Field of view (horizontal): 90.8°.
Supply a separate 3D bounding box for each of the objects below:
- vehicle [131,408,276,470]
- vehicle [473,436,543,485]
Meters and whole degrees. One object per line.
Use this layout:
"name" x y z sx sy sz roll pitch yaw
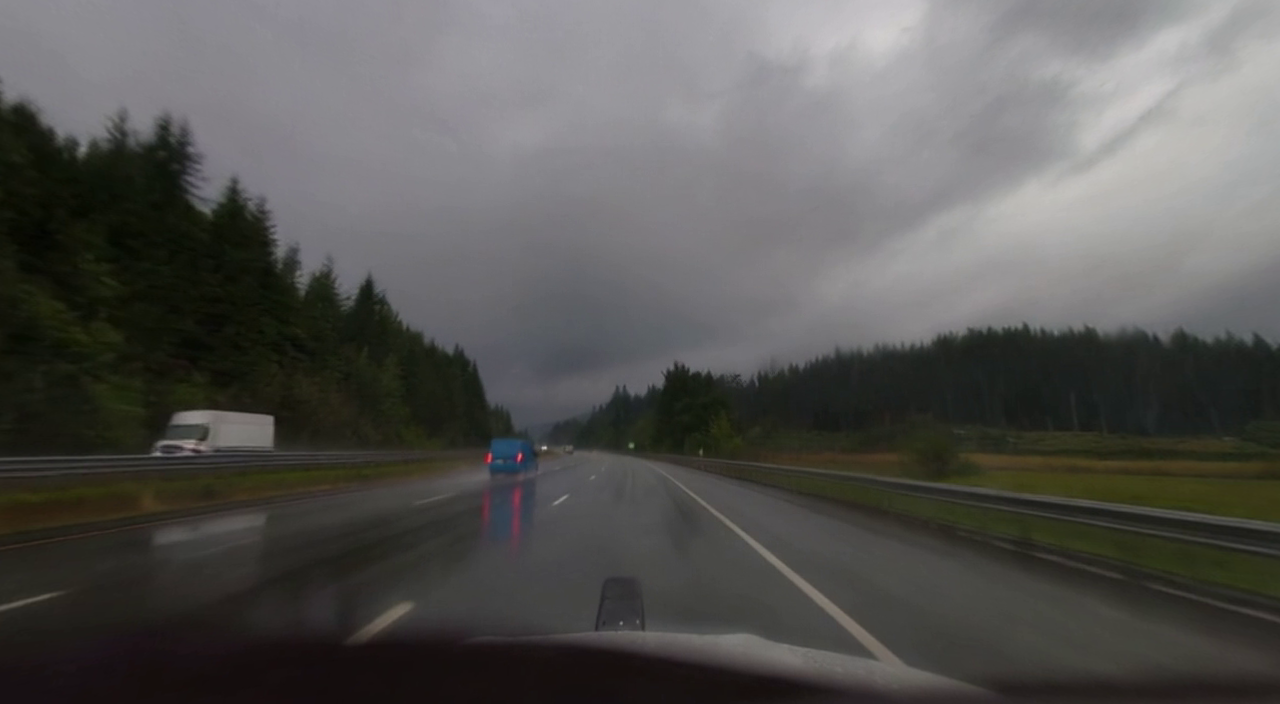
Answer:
"vehicle" -28.578 5.895 42.099 2.960 3.652 9.422 0 -9 -1
"vehicle" -6.007 5.014 29.414 2.197 2.038 4.919 0 -9 0
